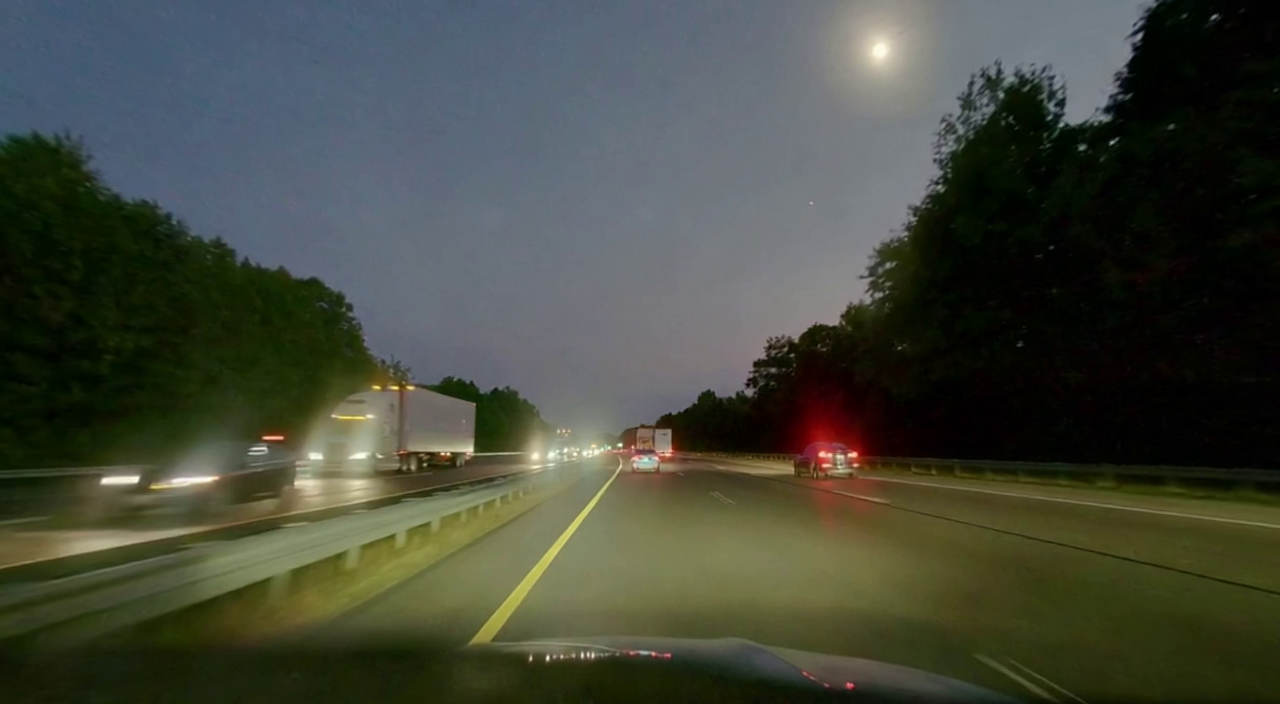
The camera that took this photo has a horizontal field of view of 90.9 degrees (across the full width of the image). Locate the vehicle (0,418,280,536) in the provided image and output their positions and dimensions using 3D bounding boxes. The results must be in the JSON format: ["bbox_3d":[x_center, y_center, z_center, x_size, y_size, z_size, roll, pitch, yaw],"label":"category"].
[{"bbox_3d":[-8.067,1.960,10.375,1.935,1.557,3.904,0,-9,0],"label":"vehicle"}]

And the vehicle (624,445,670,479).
[{"bbox_3d":[0.271,5.367,31.006,2.069,1.523,4.012,0,-9,-2],"label":"vehicle"}]

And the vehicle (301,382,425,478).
[{"bbox_3d":[-12.473,3.654,29.083,2.983,3.990,5.739,0,-9,0],"label":"vehicle"}]
